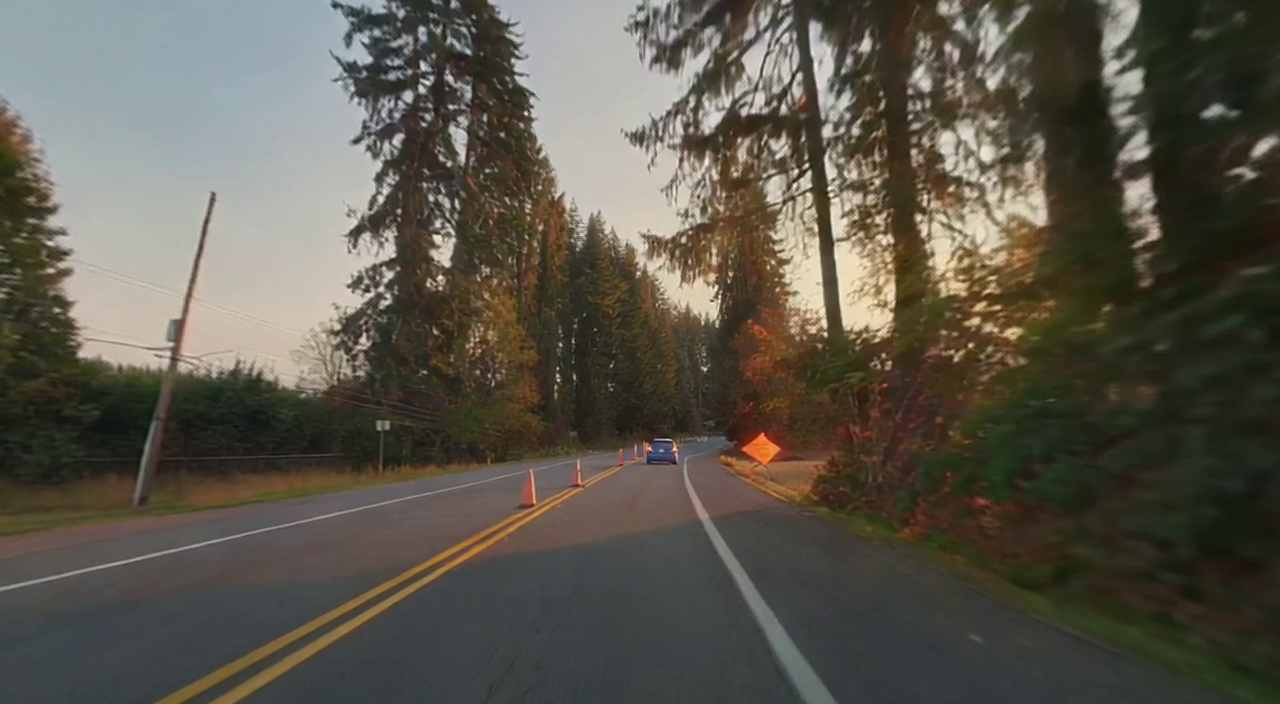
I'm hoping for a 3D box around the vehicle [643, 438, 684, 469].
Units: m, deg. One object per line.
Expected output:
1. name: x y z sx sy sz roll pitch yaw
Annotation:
1. vehicle: 1.245 5.254 32.720 2.042 1.489 3.963 0 -9 3
